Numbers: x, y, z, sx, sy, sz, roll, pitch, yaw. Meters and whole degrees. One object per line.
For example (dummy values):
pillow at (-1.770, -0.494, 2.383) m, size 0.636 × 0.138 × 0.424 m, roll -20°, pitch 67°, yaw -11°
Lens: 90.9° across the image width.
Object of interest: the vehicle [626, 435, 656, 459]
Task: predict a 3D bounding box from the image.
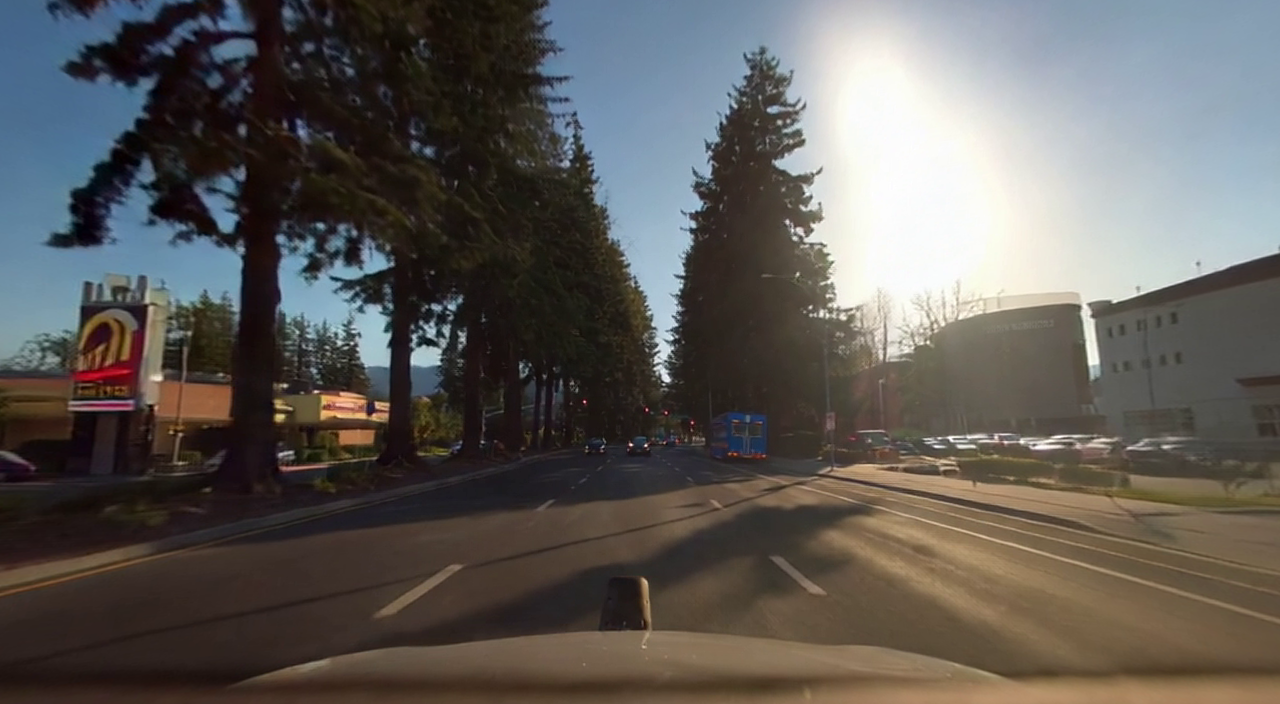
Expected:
vehicle at (0.091, 7.246, 48.154) m, size 2.209 × 1.718 × 4.008 m, roll -1°, pitch -8°, yaw 1°

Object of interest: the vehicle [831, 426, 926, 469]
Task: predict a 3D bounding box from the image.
vehicle at (13.643, 5.413, 35.905) m, size 5.354 × 2.214 × 2.504 m, roll 6°, pitch -11°, yaw -38°

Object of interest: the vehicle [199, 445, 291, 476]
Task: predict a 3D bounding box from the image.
vehicle at (-22.862, 6.254, 36.755) m, size 1.936 × 1.654 × 4.857 m, roll -1°, pitch -8°, yaw 4°

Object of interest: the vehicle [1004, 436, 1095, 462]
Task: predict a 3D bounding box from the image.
vehicle at (25.969, 6.196, 40.199) m, size 4.545 × 1.571 × 1.769 m, roll -4°, pitch -9°, yaw 25°

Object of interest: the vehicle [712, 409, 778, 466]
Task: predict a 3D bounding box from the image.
vehicle at (6.727, 5.662, 41.625) m, size 2.891 × 3.361 × 7.843 m, roll 0°, pitch -8°, yaw 0°

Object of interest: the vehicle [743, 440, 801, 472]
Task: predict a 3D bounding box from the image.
vehicle at (6.673, 5.295, 32.328) m, size 1.980 × 1.473 × 4.537 m, roll 0°, pitch -8°, yaw 0°

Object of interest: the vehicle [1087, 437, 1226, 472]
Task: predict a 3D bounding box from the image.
vehicle at (23.934, 4.767, 29.504) m, size 4.744 × 1.481 × 1.855 m, roll -6°, pitch -10°, yaw 33°
